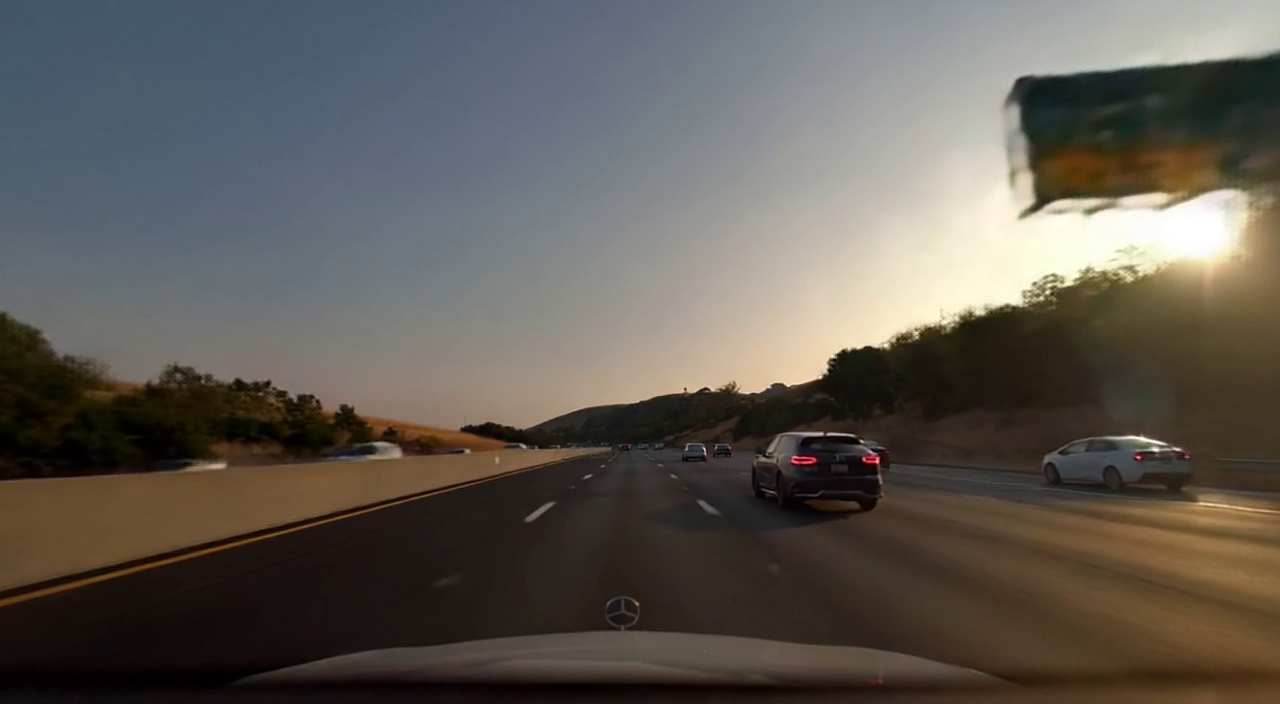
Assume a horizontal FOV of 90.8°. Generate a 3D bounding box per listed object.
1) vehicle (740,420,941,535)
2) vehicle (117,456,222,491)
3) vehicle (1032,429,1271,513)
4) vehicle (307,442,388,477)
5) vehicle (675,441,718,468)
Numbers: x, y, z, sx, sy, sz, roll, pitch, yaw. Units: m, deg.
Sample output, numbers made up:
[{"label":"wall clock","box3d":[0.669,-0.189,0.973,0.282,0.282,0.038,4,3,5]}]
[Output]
[{"label":"vehicle","box3d":[3.204,2.112,11.280,1.977,1.601,4.598,0,-8,-1]},{"label":"vehicle","box3d":[-22.283,5.744,30.139,1.802,1.429,4.151,0,-8,0]},{"label":"vehicle","box3d":[10.958,2.549,14.024,1.844,1.560,4.085,0,-8,0]},{"label":"vehicle","box3d":[-14.734,5.418,32.150,2.162,1.570,4.045,0,-8,0]},{"label":"vehicle","box3d":[3.267,6.018,37.360,2.038,1.477,4.313,0,-8,-1]}]
